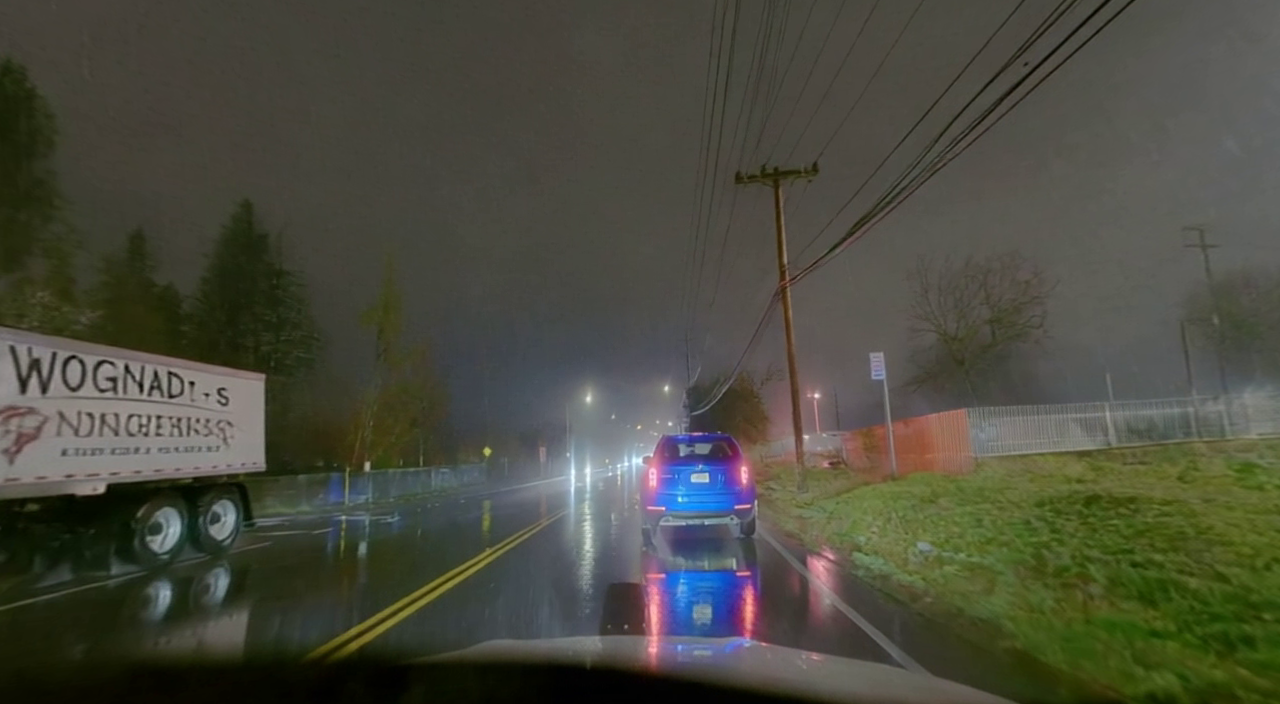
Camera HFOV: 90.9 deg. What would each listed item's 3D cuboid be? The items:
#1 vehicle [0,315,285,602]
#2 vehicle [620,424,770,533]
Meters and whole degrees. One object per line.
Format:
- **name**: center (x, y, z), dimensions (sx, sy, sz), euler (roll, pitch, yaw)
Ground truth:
- **vehicle**: center (-8.498, 1.352, 7.463), dimensions (3.395, 3.071, 7.634), euler (-7, -6, 7)
- **vehicle**: center (0.794, 2.050, 10.740), dimensions (2.081, 1.503, 3.726), euler (0, -8, 1)
